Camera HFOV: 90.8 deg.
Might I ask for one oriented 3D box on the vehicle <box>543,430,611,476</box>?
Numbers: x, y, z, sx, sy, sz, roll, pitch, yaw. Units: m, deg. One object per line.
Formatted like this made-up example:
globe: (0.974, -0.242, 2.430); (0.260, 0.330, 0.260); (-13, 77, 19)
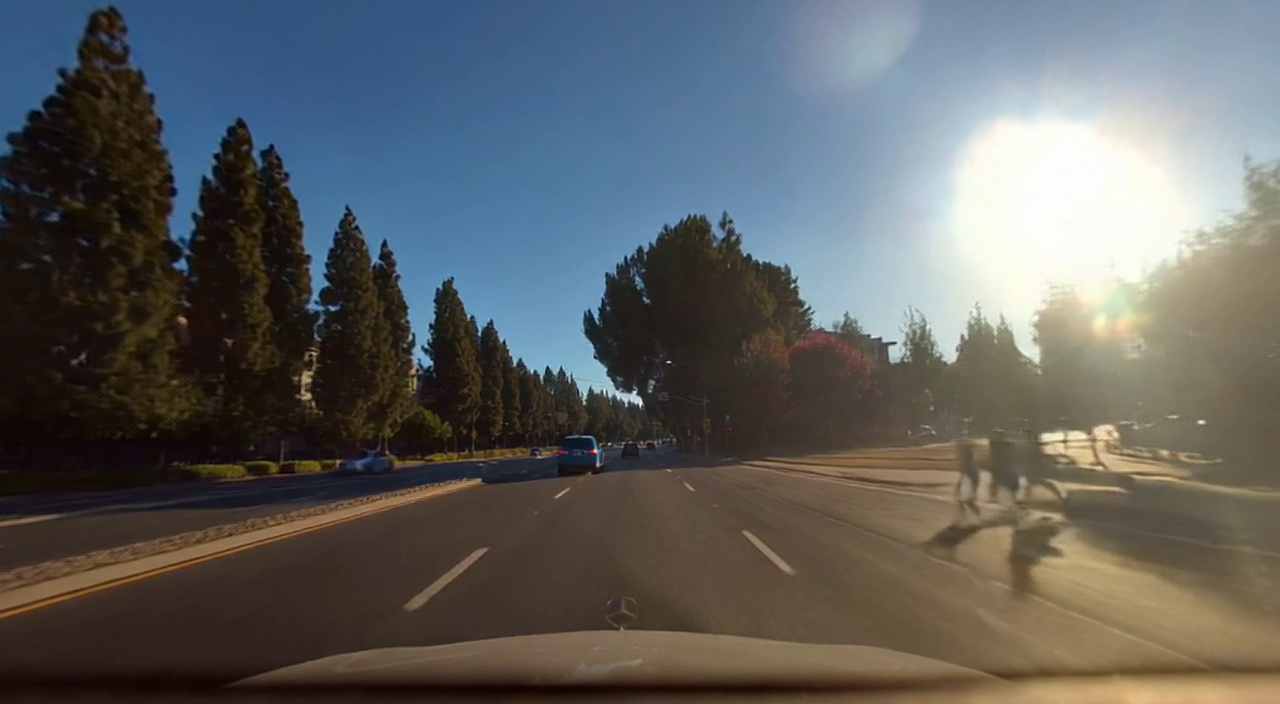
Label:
vehicle: (-2.432, 4.084, 25.648); (2.174, 1.703, 4.231); (0, -9, 2)

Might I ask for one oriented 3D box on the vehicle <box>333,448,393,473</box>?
vehicle: (-17.716, 6.927, 40.676); (1.895, 1.502, 4.711); (0, -9, -2)
